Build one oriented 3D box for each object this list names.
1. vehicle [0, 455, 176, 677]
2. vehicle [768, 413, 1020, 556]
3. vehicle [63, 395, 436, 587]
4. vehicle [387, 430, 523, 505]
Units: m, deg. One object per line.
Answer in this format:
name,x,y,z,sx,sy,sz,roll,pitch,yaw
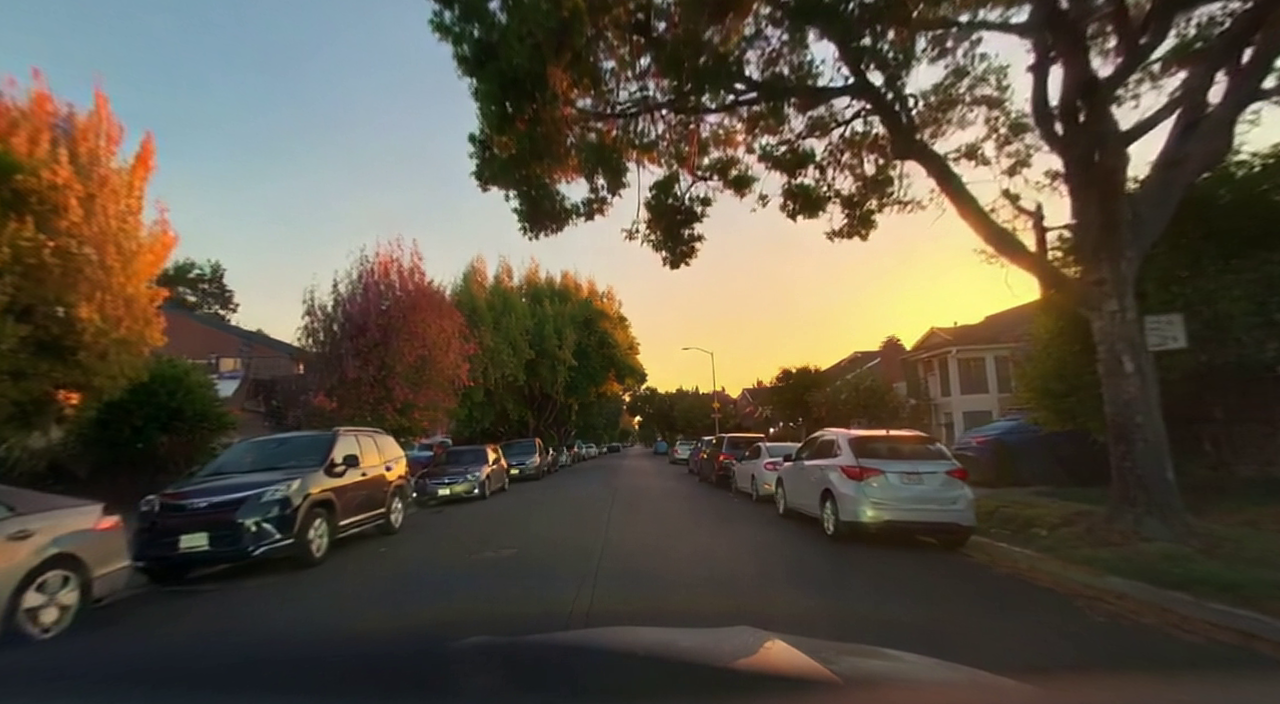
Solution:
vehicle,-5.245,1.352,3.538,1.858,1.456,4.587,0,-8,-1
vehicle,3.547,1.950,10.027,1.994,1.710,4.699,0,-8,-1
vehicle,-5.219,1.935,9.796,2.390,2.123,5.371,0,-8,-1
vehicle,-5.299,3.398,19.137,2.683,1.923,5.421,0,-8,-3
